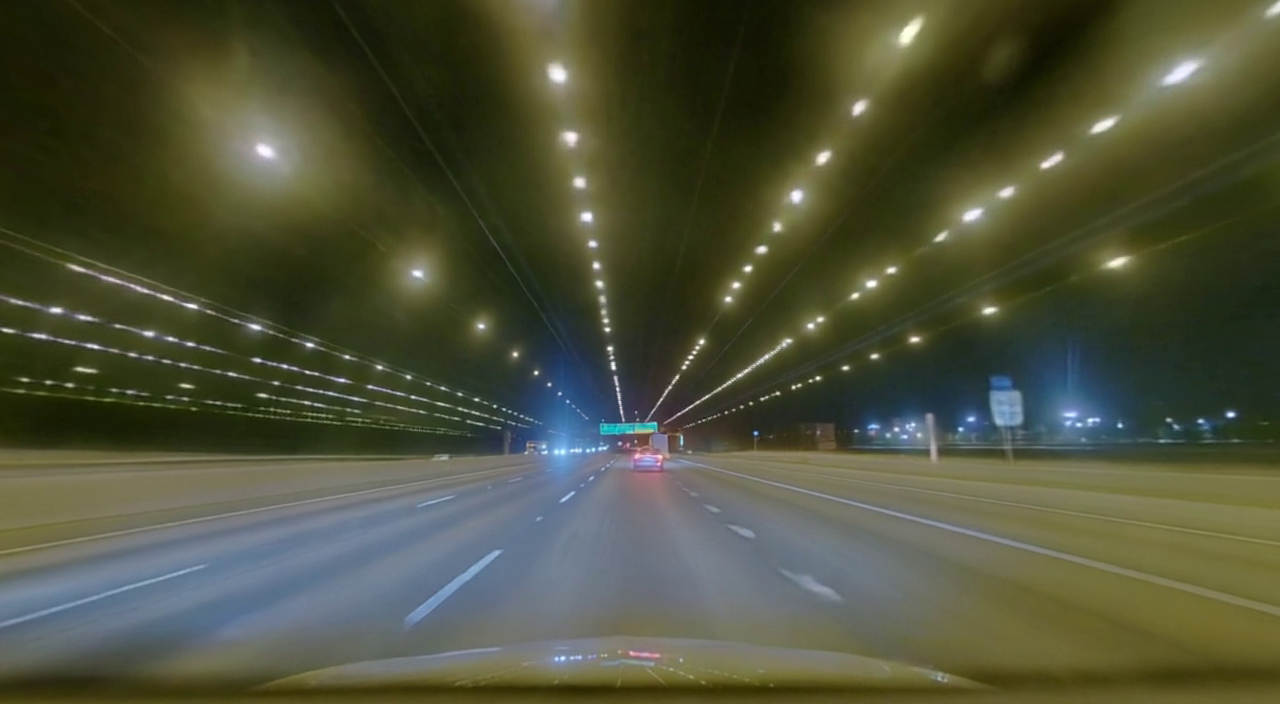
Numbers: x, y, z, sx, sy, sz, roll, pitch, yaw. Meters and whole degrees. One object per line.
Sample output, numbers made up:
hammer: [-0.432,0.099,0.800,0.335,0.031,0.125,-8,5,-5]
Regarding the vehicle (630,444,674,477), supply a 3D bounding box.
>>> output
vehicle: [0.571,5.391,31.311,2.055,1.501,4.321,0,-9,1]
